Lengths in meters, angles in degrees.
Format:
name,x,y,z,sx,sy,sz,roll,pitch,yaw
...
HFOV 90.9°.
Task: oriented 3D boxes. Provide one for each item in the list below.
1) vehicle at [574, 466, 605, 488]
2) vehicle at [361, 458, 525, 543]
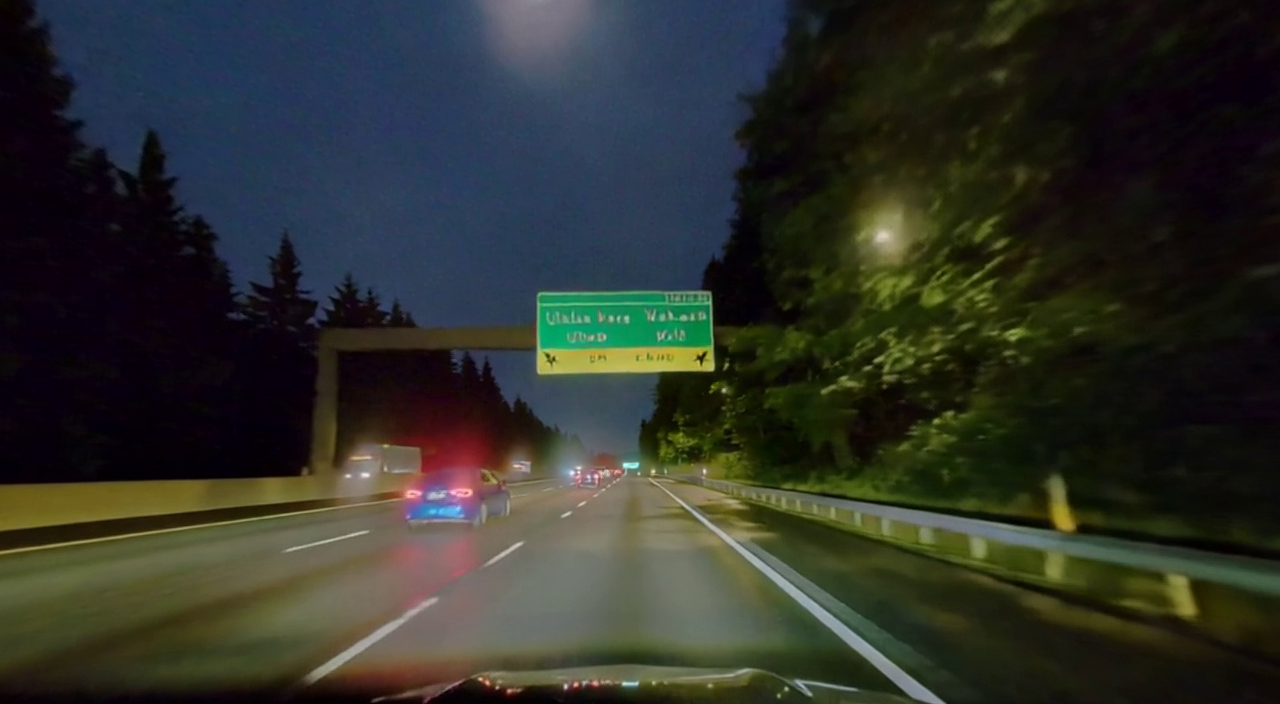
name,x,y,z,sx,sy,sz,roll,pitch,yaw
vehicle,-3.680,9.241,46.662,1.954,1.509,4.094,1,-11,0
vehicle,-3.943,3.081,13.561,1.995,1.467,4.467,1,-10,1
